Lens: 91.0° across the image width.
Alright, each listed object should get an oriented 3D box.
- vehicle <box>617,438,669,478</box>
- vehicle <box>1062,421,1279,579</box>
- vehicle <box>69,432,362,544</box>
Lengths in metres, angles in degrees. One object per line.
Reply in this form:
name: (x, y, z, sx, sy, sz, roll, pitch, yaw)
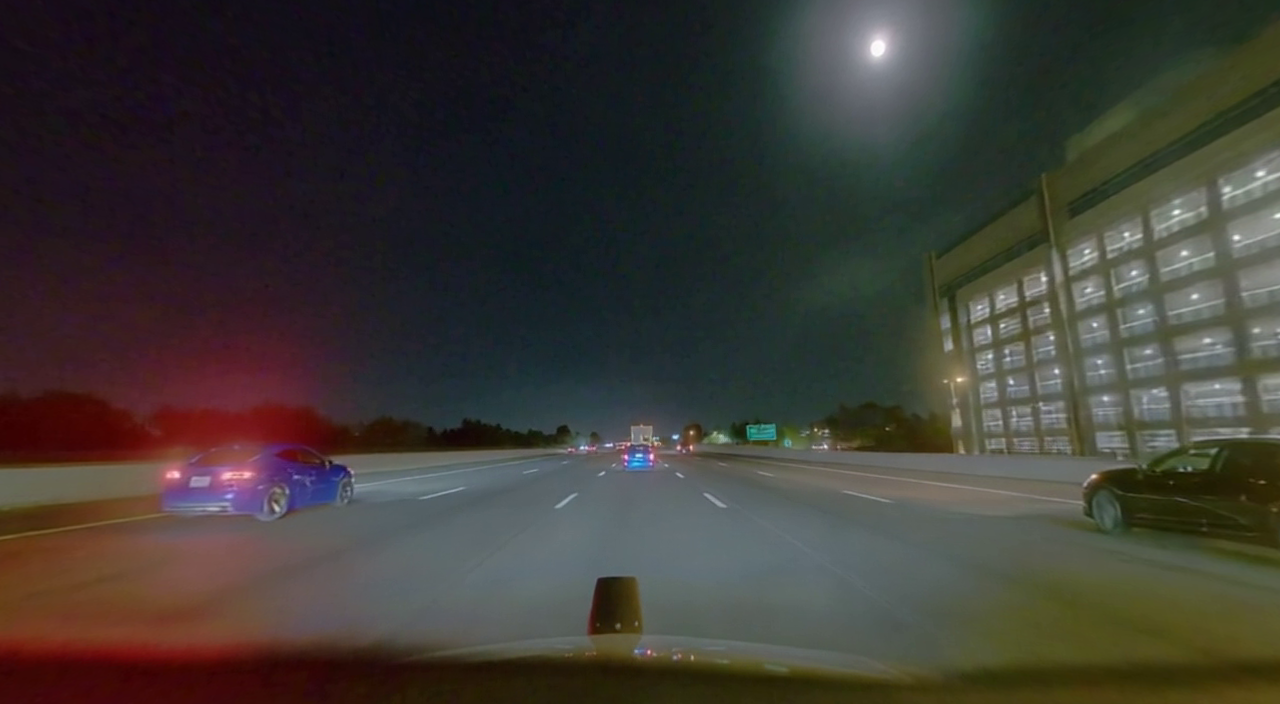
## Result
vehicle: (0.108, 4.450, 26.693, 2.036, 1.542, 3.891, 0, -8, 0)
vehicle: (7.108, 1.514, 6.668, 1.937, 1.498, 4.710, 0, -8, -1)
vehicle: (-6.645, 2.137, 10.615, 1.978, 1.477, 4.239, 0, -8, 0)
